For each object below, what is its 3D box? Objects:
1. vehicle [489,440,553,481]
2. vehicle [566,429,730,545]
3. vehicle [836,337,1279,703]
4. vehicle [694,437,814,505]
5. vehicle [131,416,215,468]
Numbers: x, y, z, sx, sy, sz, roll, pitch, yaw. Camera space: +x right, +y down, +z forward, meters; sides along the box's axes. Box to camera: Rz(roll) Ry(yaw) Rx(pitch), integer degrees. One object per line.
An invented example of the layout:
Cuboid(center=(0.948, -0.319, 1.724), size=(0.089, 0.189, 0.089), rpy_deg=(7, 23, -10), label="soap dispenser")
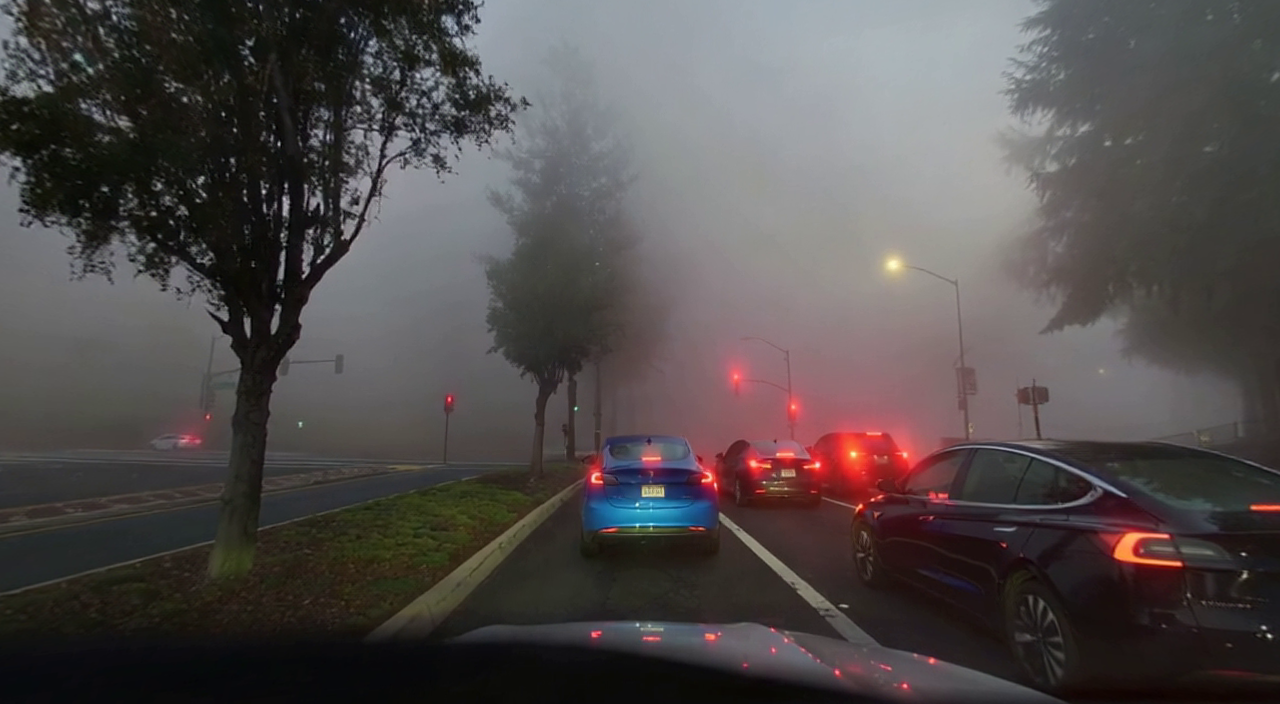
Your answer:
Cuboid(center=(-4.643, 4.288, 25.255), size=(1.972, 1.457, 4.171), rpy_deg=(0, -8, -4), label="vehicle")
Cuboid(center=(0.025, 2.084, 10.460), size=(2.147, 1.499, 4.240), rpy_deg=(0, -8, -2), label="vehicle")
Cuboid(center=(3.182, 1.104, 4.293), size=(2.167, 1.676, 4.443), rpy_deg=(0, -8, -1), label="vehicle")
Cuboid(center=(2.690, 2.930, 16.036), size=(2.058, 1.466, 4.208), rpy_deg=(0, -8, -3), label="vehicle")
Cuboid(center=(-29.259, 5.627, 39.691), size=(2.608, 2.990, 3.026), rpy_deg=(2, -8, 3), label="vehicle")
